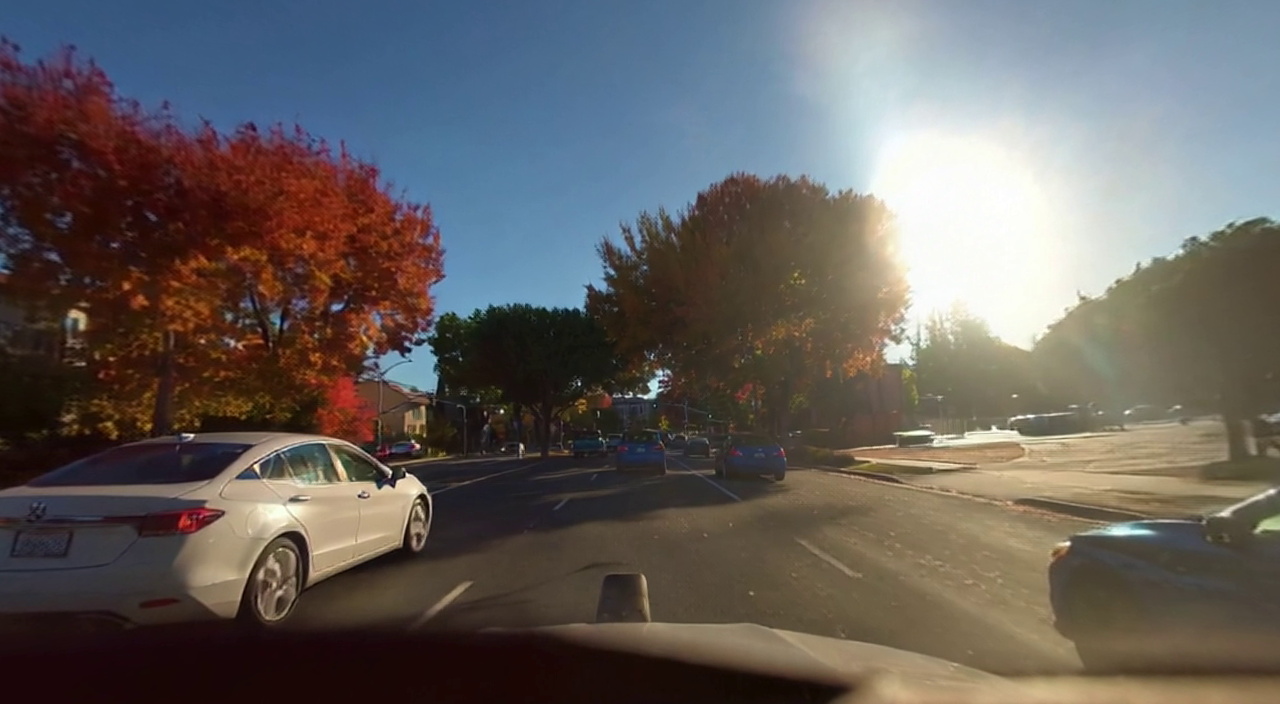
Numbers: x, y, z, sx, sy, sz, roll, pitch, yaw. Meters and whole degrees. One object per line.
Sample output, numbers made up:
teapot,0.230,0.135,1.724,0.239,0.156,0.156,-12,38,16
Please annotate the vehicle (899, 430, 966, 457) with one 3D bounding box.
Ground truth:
vehicle,18.021,5.729,38.915,1.767,1.400,4.107,-3,-10,-7

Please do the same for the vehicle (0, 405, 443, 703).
vehicle,-3.480,1.340,5.400,1.997,1.479,4.547,0,-8,1

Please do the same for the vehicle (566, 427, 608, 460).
vehicle,-3.437,6.077,41.754,2.246,2.062,5.123,0,-8,1

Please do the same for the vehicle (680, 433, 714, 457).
vehicle,4.155,6.834,46.176,2.067,1.687,4.163,0,-8,-1

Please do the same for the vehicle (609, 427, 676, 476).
vehicle,0.074,3.732,23.712,2.293,1.662,4.262,0,-8,0

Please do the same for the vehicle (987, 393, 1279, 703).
vehicle,3.402,0.852,2.012,2.060,1.474,4.475,0,-8,1

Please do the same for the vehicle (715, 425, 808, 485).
vehicle,3.658,3.205,19.814,2.019,1.675,4.488,0,-8,0
